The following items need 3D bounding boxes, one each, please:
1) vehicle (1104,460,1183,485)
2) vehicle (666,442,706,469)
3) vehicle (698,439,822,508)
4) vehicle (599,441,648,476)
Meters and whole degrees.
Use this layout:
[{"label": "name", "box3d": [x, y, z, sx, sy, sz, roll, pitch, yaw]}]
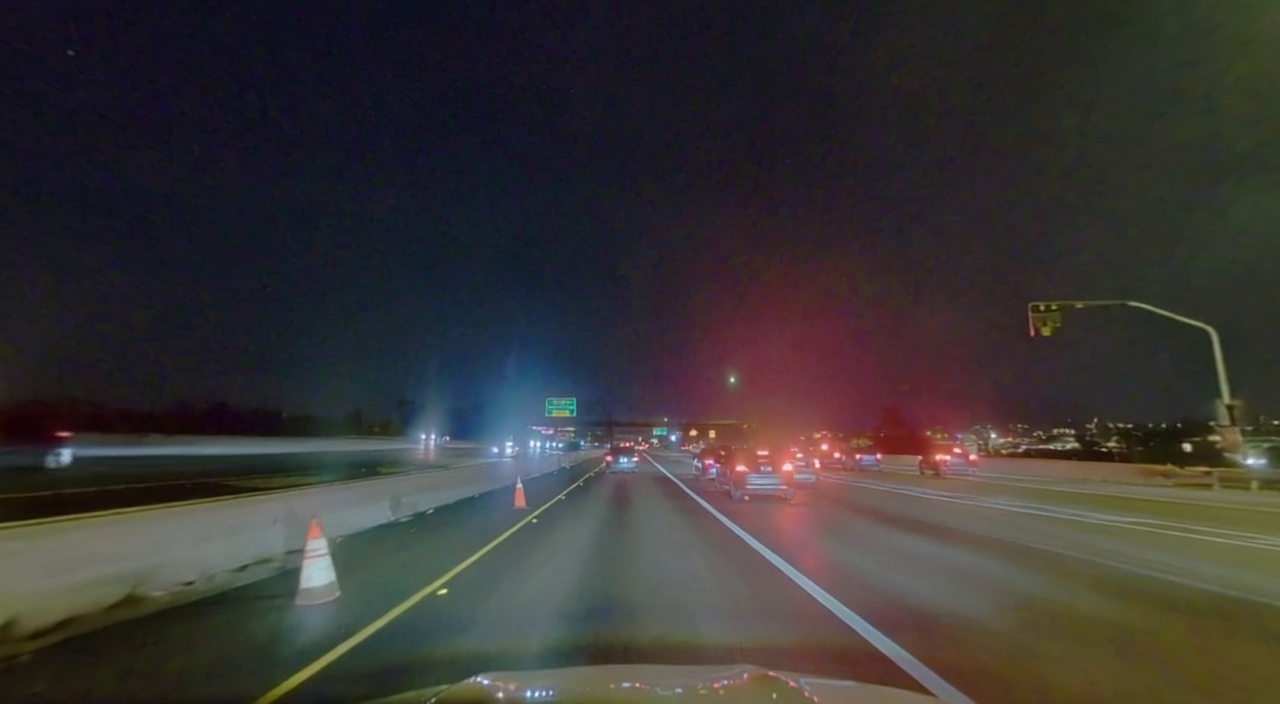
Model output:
[{"label": "vehicle", "box3d": [30.869, 7.377, 38.843, 1.607, 1.396, 3.554, 1, -8, -7]}, {"label": "vehicle", "box3d": [2.705, 6.160, 37.733, 1.916, 1.487, 4.117, 0, -9, -2]}, {"label": "vehicle", "box3d": [2.759, 2.916, 15.676, 2.042, 1.460, 4.451, 0, -9, -2]}, {"label": "vehicle", "box3d": [-0.727, 4.807, 28.677, 2.069, 1.470, 4.004, 0, -8, -1]}]
